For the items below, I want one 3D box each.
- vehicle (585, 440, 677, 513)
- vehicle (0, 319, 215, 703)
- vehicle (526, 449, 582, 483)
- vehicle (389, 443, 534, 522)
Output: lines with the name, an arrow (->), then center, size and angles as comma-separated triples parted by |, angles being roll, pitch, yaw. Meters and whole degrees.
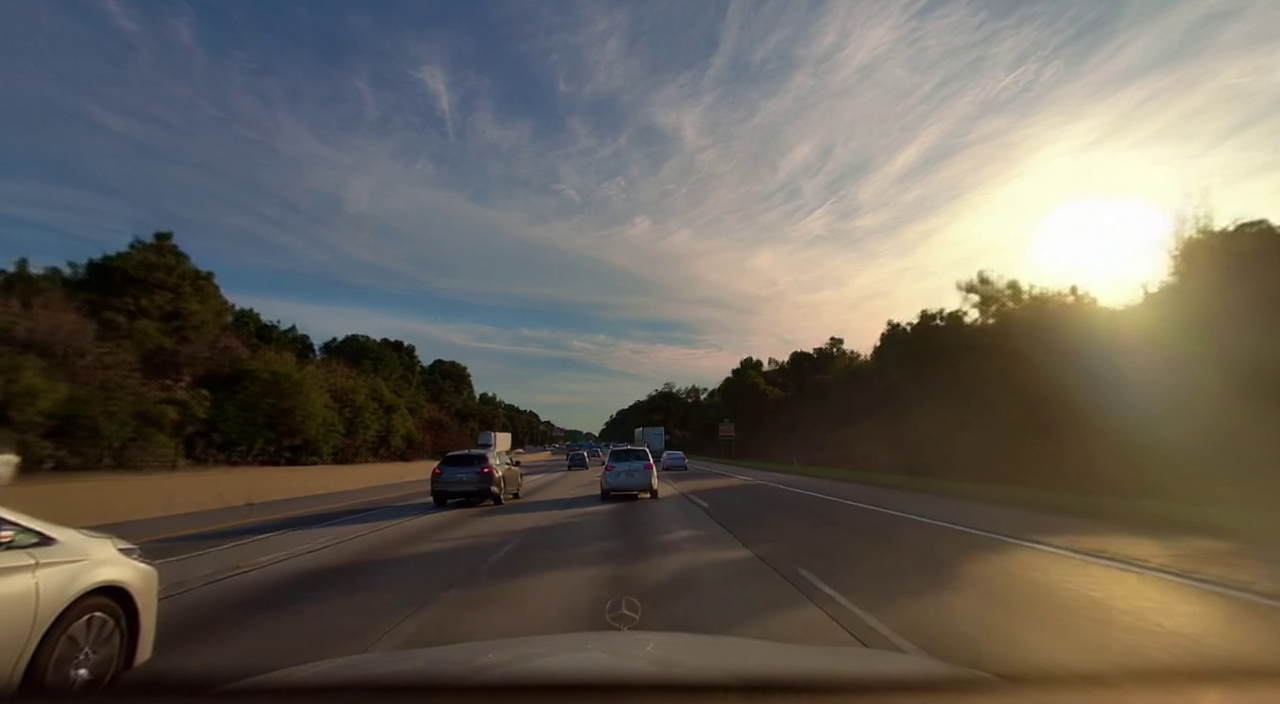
vehicle -> -0.203, 3.010, 15.579 | 1.996, 1.574, 3.426 | 0, -9, 0
vehicle -> -3.964, 0.620, 1.592 | 2.243, 1.889, 4.949 | 0, -9, 1
vehicle -> -4.011, 5.368, 30.096 | 1.999, 1.484, 4.269 | 0, -9, 1
vehicle -> -3.816, 2.869, 14.397 | 1.988, 1.501, 4.438 | 0, -9, 0
